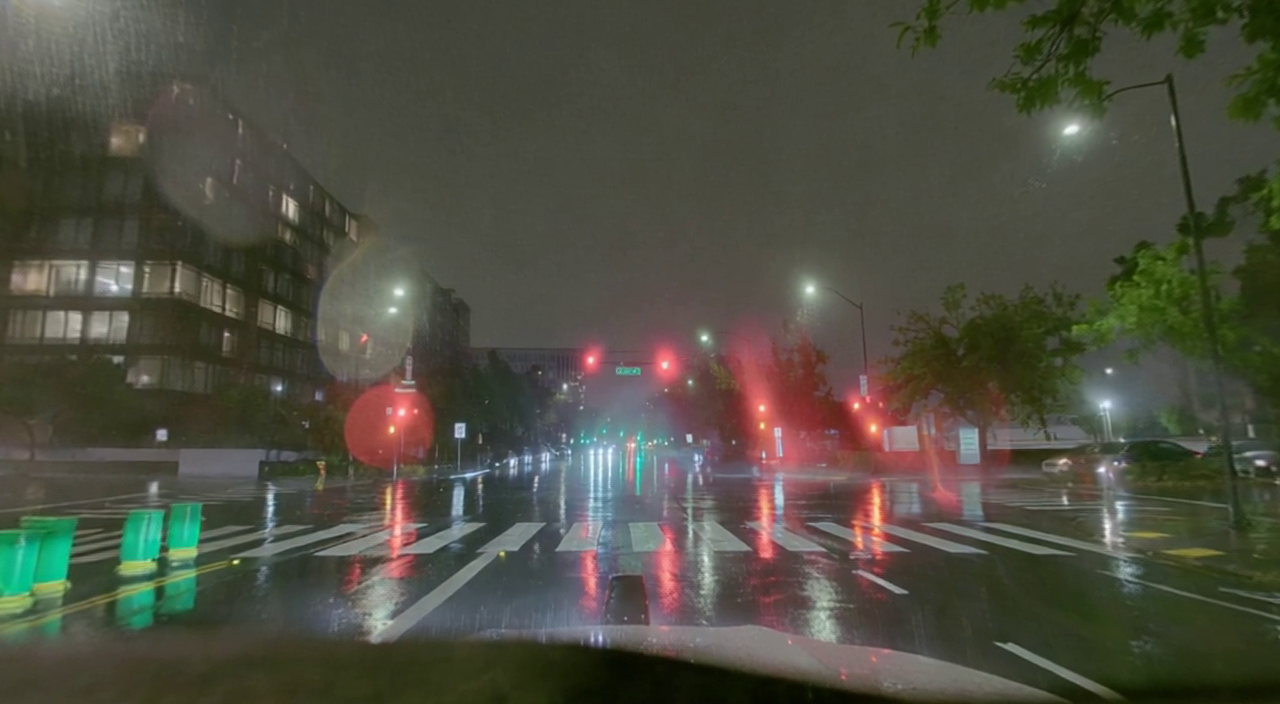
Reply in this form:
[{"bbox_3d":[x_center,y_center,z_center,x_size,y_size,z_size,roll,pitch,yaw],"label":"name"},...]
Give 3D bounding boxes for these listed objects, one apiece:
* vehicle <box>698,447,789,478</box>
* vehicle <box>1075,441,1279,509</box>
[{"bbox_3d":[5.495,5.896,33.768,4.368,1.522,1.972,-7,-11,36],"label":"vehicle"},{"bbox_3d":[12.989,2.790,14.558,4.424,1.436,1.804,0,-8,5],"label":"vehicle"}]
